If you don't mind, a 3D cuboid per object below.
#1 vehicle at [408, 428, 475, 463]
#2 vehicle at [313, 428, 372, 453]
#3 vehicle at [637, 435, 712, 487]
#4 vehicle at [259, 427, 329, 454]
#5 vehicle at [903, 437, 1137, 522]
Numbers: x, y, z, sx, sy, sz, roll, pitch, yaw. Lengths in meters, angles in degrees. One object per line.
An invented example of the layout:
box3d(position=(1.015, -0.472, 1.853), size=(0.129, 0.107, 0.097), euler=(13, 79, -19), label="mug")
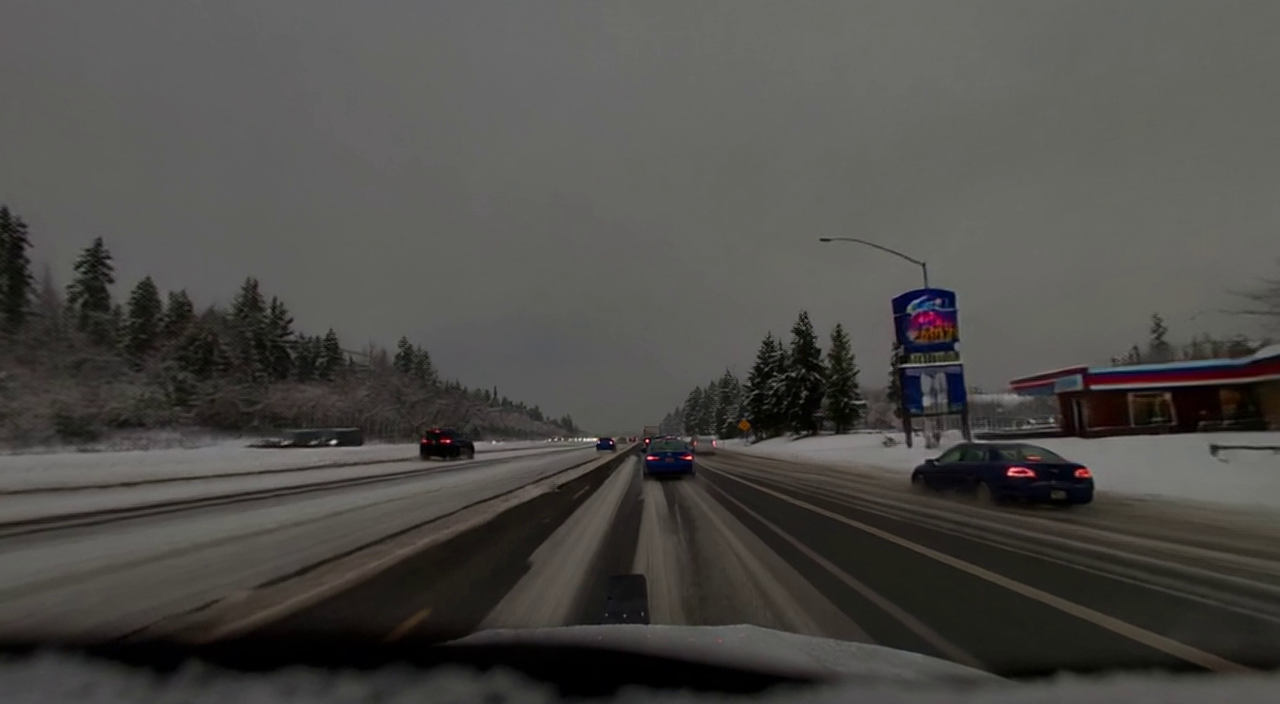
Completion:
box3d(position=(-10.308, 4.915, 33.131), size=(1.950, 1.664, 4.403), euler=(-1, -8, 2), label="vehicle")
box3d(position=(-20.984, 6.306, 44.688), size=(1.901, 1.635, 4.548), euler=(0, -8, 1), label="vehicle")
box3d(position=(0.966, 3.378, 19.891), size=(2.113, 1.464, 4.073), euler=(0, -8, 0), label="vehicle")
box3d(position=(-24.744, 6.383, 45.364), size=(1.983, 1.756, 5.268), euler=(-1, -8, 1), label="vehicle")
box3d(position=(7.461, 2.513, 13.063), size=(2.030, 1.442, 4.358), euler=(0, -8, -2), label="vehicle")
